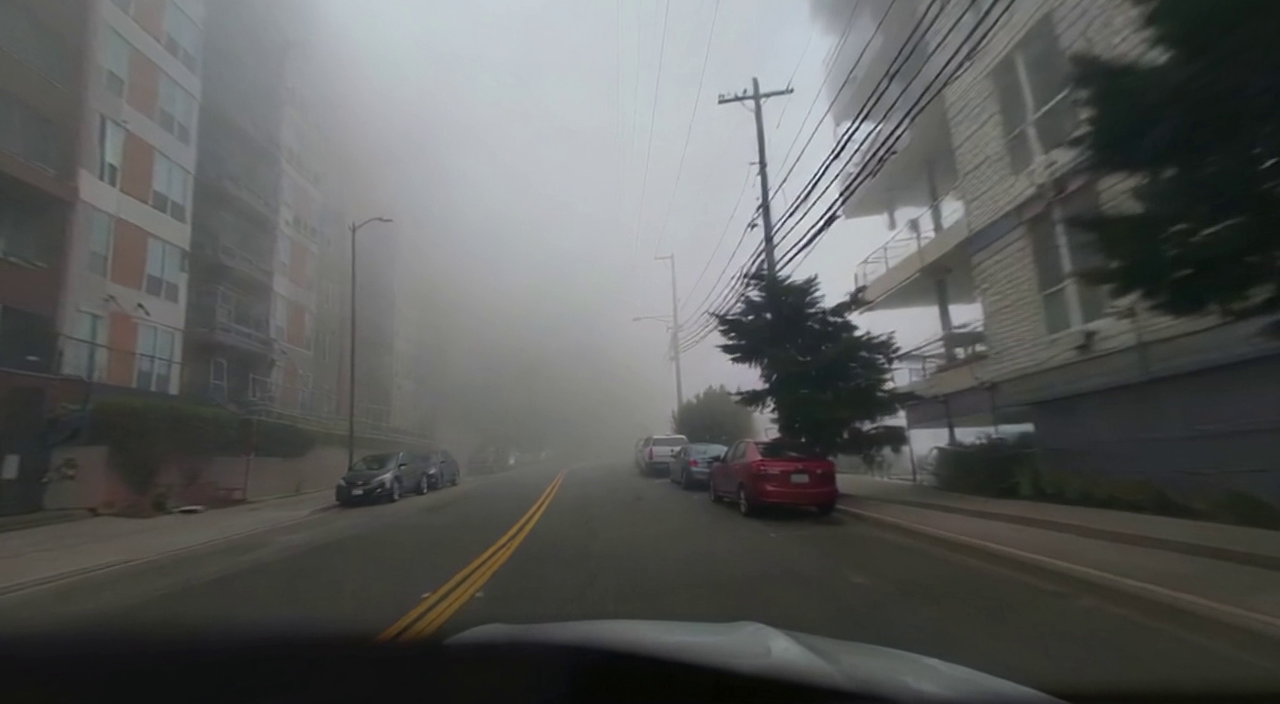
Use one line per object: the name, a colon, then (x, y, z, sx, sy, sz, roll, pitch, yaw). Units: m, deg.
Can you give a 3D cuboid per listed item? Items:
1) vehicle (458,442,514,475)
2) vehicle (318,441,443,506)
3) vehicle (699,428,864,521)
vehicle: (-9.606, 6.645, 39.701, 2.194, 1.861, 5.725, 0, -8, -1)
vehicle: (-7.713, 3.717, 19.312, 1.996, 1.578, 4.806, -4, -10, -3)
vehicle: (2.727, 2.500, 13.533, 1.976, 1.588, 4.968, 1, -8, -5)
